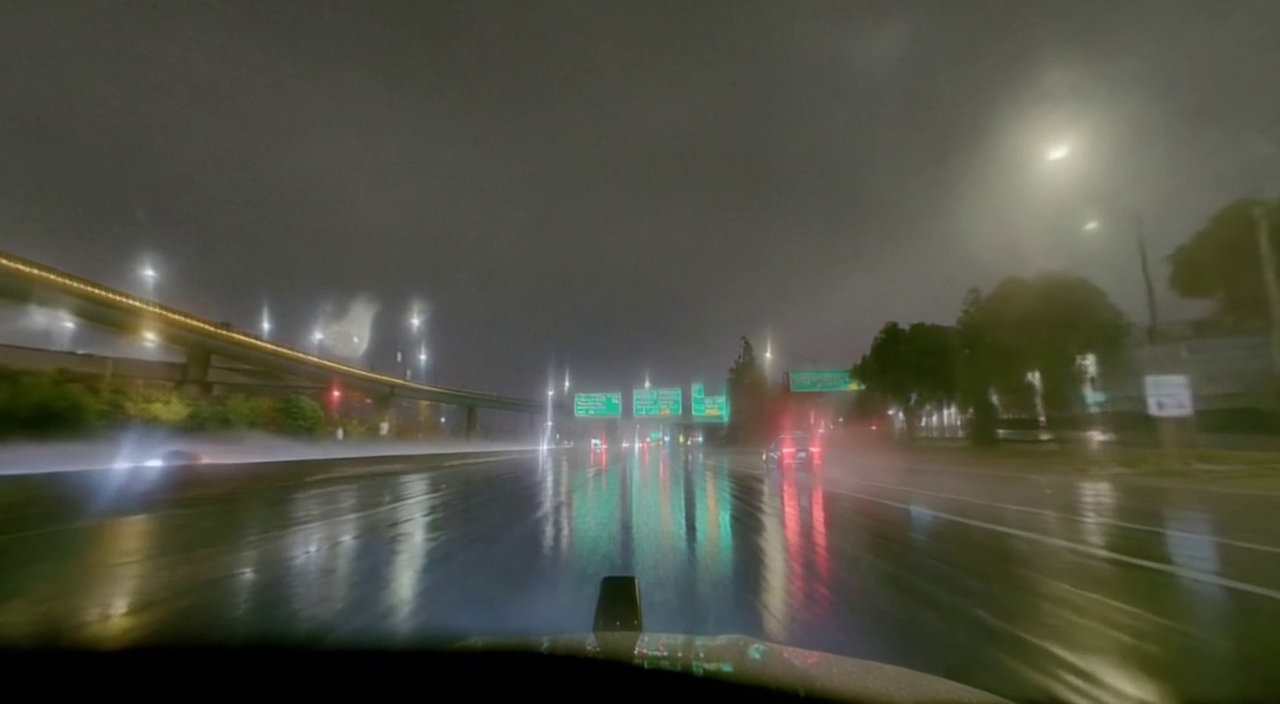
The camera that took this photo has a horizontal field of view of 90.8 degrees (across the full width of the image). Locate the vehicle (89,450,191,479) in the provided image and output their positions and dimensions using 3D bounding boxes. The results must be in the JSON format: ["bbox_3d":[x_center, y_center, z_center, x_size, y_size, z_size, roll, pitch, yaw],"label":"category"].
[{"bbox_3d":[-29.553,6.653,37.588,2.011,1.562,4.983,0,-8,-1],"label":"vehicle"}]
